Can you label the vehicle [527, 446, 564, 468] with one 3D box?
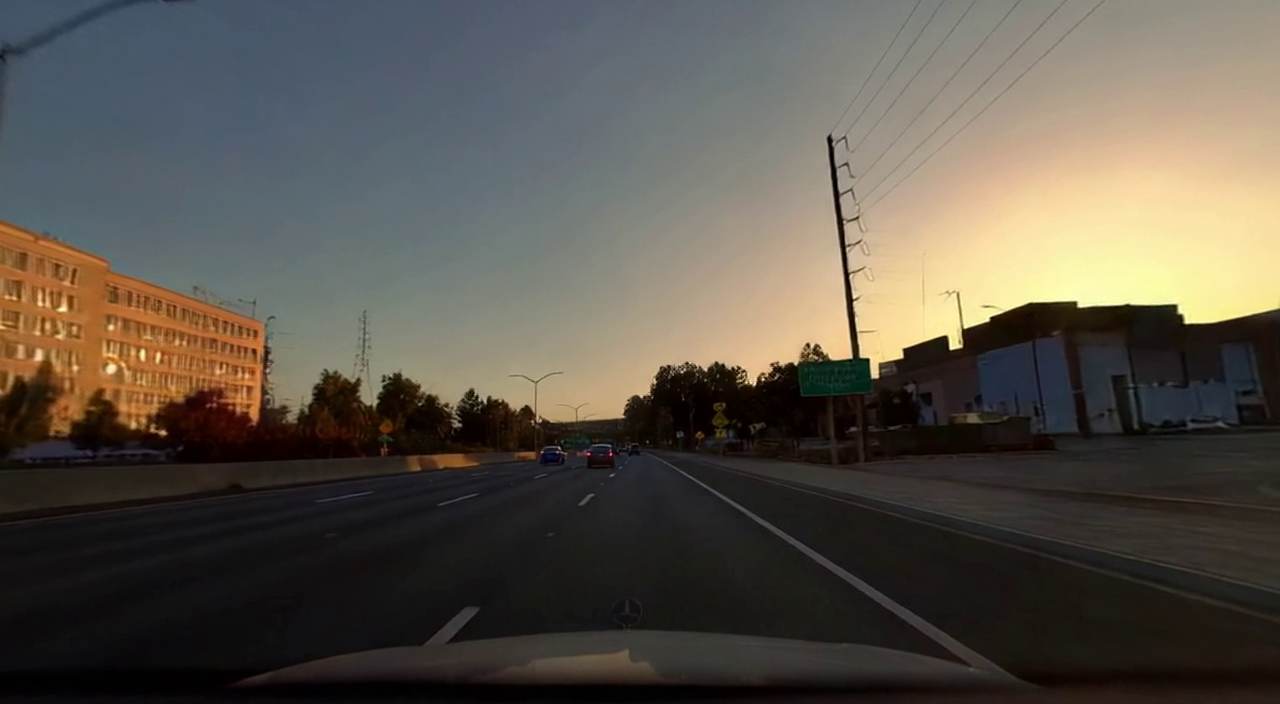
[{"bbox_3d":[-6.666,7.502,45.087,1.936,1.462,4.388,0,-8,0],"label":"vehicle"}]
